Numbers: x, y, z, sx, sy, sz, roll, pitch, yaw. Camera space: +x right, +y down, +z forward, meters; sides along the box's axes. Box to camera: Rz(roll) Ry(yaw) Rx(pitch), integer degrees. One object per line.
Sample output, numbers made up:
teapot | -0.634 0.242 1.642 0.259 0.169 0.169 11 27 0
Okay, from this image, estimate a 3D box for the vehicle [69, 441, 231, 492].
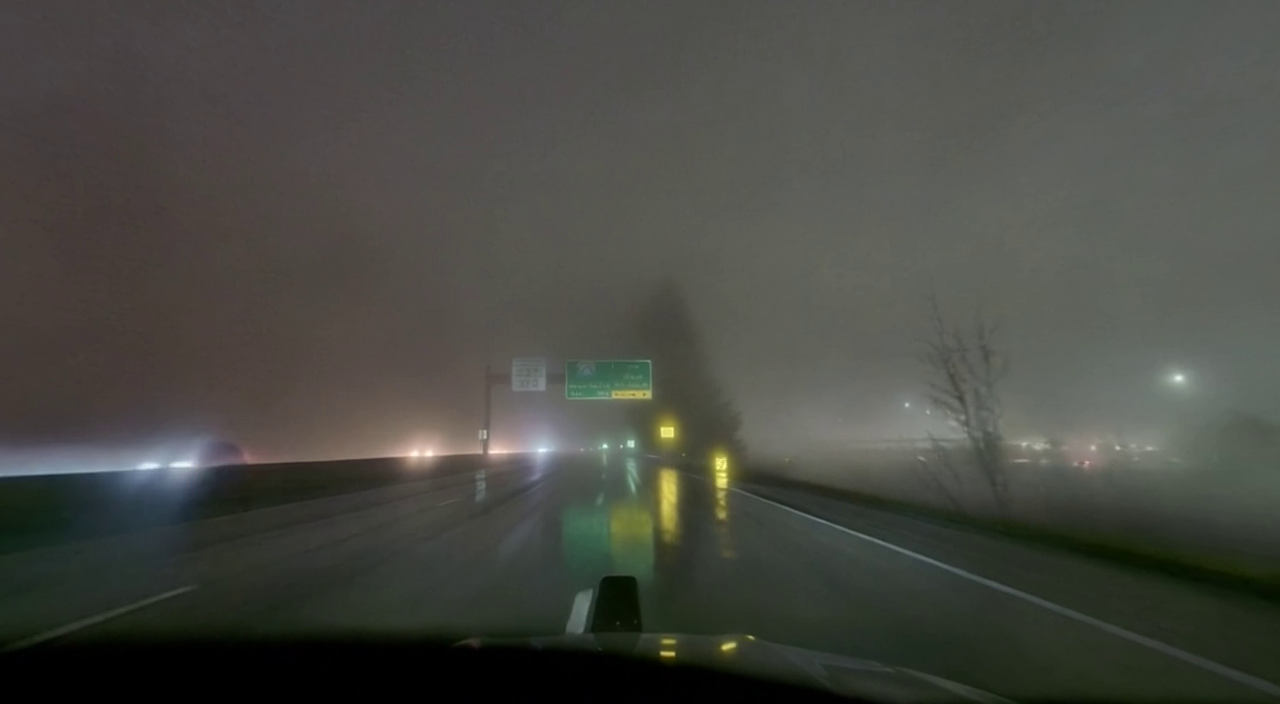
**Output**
vehicle | -15.797 3.696 20.577 1.821 1.465 4.446 0 -9 -2
